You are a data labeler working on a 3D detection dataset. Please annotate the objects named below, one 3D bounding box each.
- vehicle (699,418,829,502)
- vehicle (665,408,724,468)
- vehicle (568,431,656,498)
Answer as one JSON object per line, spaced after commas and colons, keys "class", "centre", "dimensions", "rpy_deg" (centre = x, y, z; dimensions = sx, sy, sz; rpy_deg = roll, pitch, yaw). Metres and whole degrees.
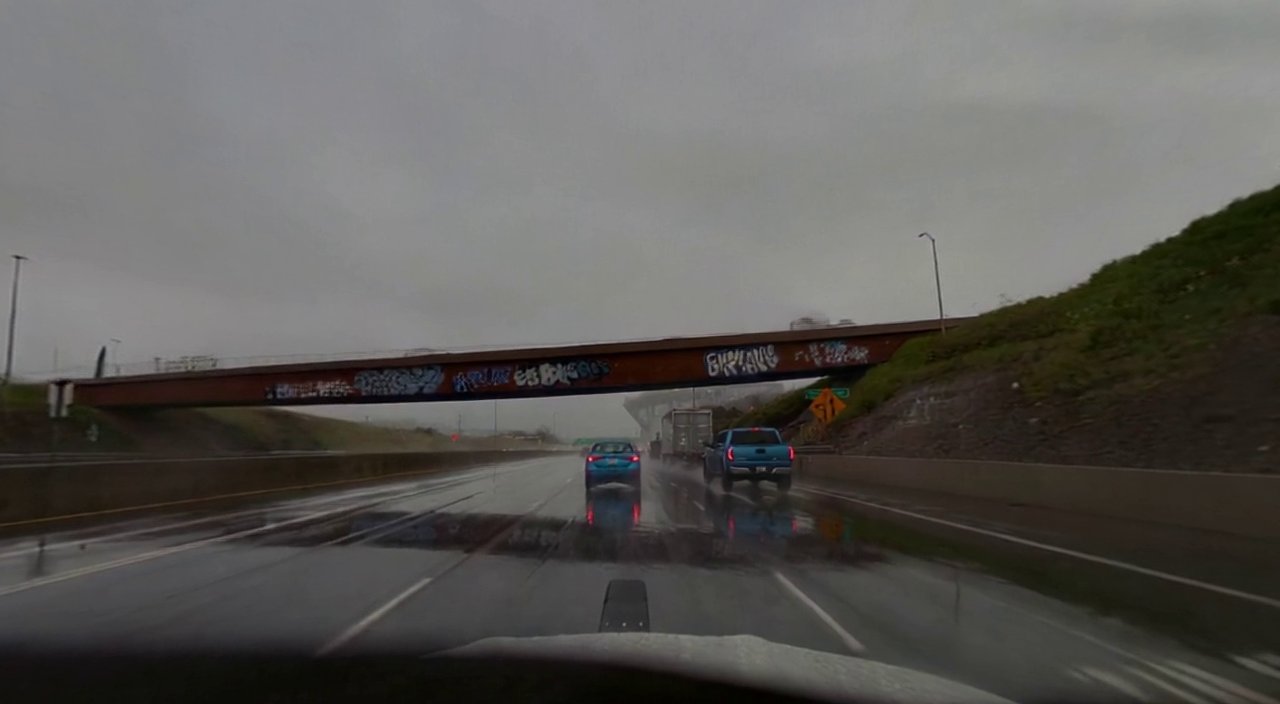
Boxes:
{"class": "vehicle", "centre": [3.152, 2.949, 17.630], "dimensions": [2.311, 1.922, 5.977], "rpy_deg": [0, -8, -1]}
{"class": "vehicle", "centre": [3.262, 5.495, 39.929], "dimensions": [2.873, 3.408, 7.323], "rpy_deg": [0, -8, -1]}
{"class": "vehicle", "centre": [-0.724, 3.116, 17.788], "dimensions": [2.193, 1.651, 3.946], "rpy_deg": [0, -8, -1]}
